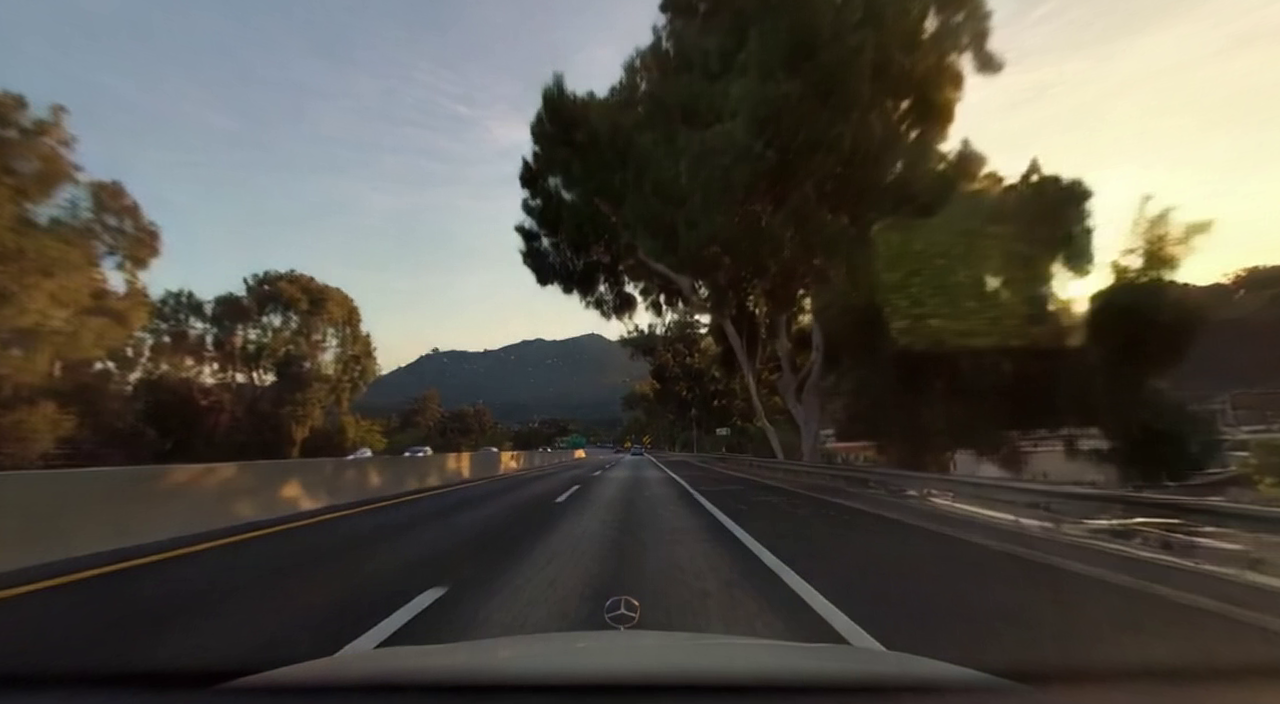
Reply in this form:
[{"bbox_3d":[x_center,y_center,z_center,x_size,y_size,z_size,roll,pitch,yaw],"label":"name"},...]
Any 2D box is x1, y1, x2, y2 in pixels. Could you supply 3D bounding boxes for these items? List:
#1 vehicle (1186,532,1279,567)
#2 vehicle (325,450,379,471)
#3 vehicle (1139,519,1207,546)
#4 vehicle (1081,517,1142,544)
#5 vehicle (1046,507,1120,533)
[{"bbox_3d":[36.695,12.191,39.098,3.639,1.728,2.172,0,-9,1],"label":"vehicle"},{"bbox_3d":[-21.619,8.144,47.679,1.853,1.495,4.676,0,-9,0],"label":"vehicle"},{"bbox_3d":[37.232,12.586,44.173,3.162,1.622,1.663,0,-9,0],"label":"vehicle"},{"bbox_3d":[35.106,13.266,47.057,2.908,1.632,1.996,0,-9,2],"label":"vehicle"},{"bbox_3d":[34.759,13.168,49.634,4.190,1.776,2.089,0,-9,2],"label":"vehicle"}]
